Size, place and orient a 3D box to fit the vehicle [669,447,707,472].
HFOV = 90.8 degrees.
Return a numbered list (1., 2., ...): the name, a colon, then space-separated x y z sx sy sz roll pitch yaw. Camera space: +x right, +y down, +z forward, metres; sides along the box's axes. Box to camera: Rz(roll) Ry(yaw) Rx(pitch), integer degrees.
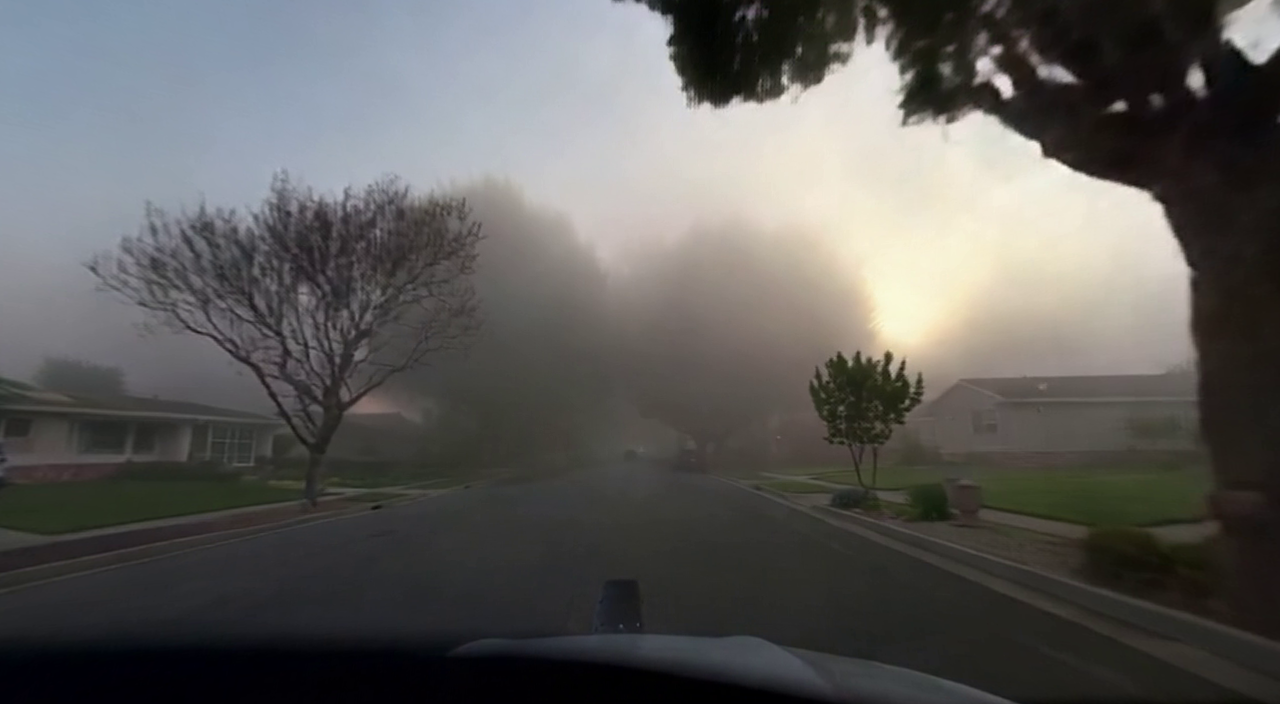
1. vehicle: 3.291 7.457 44.083 2.136 1.596 4.790 0 -9 -2
